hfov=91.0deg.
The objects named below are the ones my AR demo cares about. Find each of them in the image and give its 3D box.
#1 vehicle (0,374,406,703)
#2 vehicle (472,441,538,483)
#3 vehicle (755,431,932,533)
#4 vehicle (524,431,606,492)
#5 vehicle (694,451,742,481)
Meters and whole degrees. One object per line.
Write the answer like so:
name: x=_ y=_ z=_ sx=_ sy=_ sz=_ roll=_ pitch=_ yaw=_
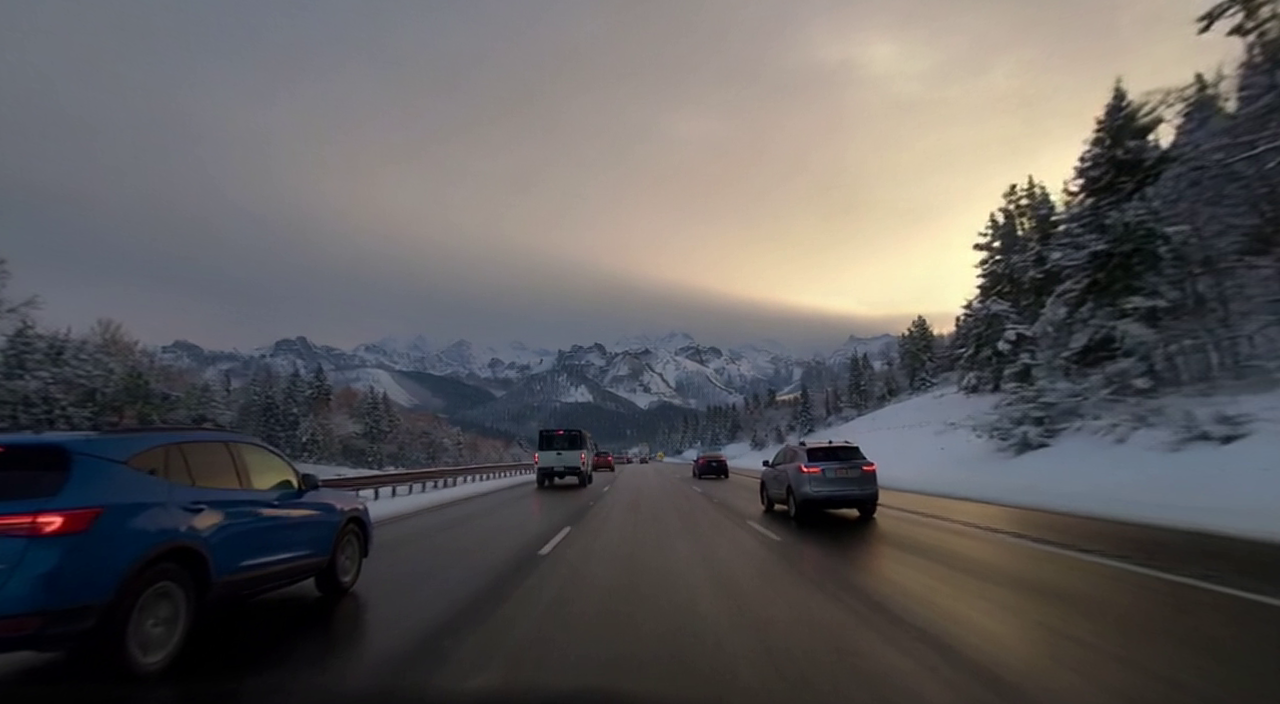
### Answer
vehicle: x=-3.587 y=1.277 z=4.551 sx=2.080 sy=1.716 sz=4.207 roll=0 pitch=-9 yaw=1
vehicle: x=-6.661 y=5.516 z=31.685 sx=2.149 sy=1.922 sz=4.976 roll=0 pitch=-9 yaw=0
vehicle: x=3.861 y=2.573 z=12.982 sx=2.066 sy=1.696 sz=4.604 roll=0 pitch=-9 yaw=0
vehicle: x=-2.802 y=4.309 z=24.988 sx=2.494 sy=2.136 sz=5.539 roll=0 pitch=-9 yaw=1
vehicle: x=4.356 y=6.450 z=35.992 sx=2.071 sy=1.570 sz=4.637 roll=0 pitch=-9 yaw=-1
